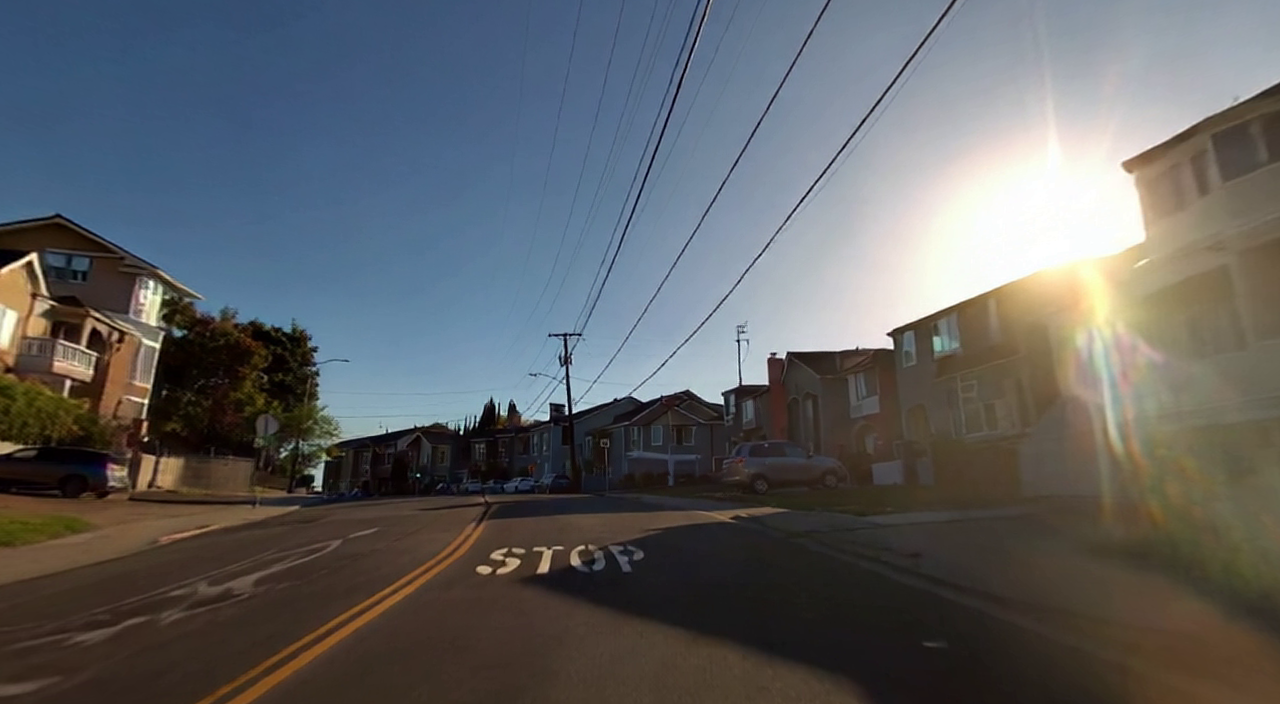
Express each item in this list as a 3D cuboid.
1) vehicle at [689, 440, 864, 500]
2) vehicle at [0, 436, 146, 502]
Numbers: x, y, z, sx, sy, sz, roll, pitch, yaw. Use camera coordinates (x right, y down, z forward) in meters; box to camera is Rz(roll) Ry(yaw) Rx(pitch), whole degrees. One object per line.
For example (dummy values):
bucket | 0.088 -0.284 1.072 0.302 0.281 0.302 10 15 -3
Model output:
vehicle | 4.766 4.157 22.381 5.578 1.842 2.300 4 -9 -12
vehicle | -21.195 4.233 22.697 4.942 1.912 2.121 6 -22 -27
